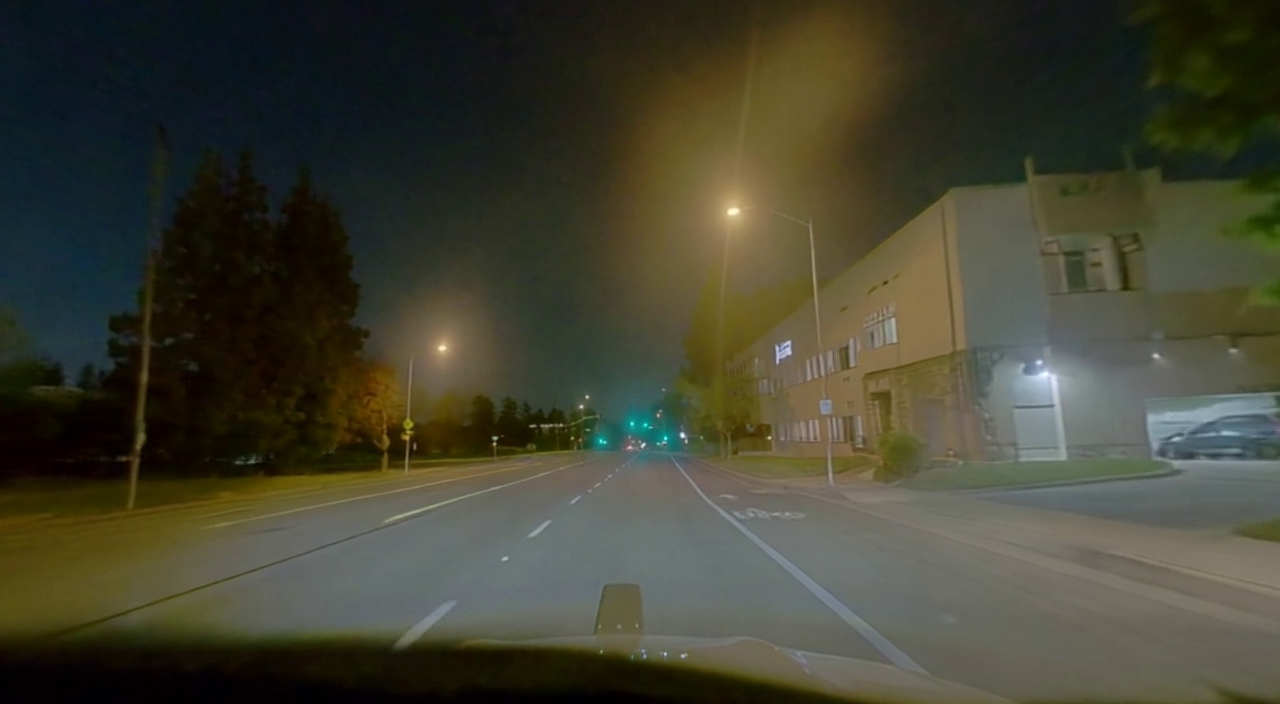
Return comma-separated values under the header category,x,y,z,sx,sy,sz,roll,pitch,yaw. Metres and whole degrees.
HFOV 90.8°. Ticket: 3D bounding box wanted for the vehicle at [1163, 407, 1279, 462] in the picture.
category,x,y,z,sx,sy,sz,roll,pitch,yaw
vehicle,18.374,2.476,18.714,1.826,1.492,4.417,0,-9,-2
